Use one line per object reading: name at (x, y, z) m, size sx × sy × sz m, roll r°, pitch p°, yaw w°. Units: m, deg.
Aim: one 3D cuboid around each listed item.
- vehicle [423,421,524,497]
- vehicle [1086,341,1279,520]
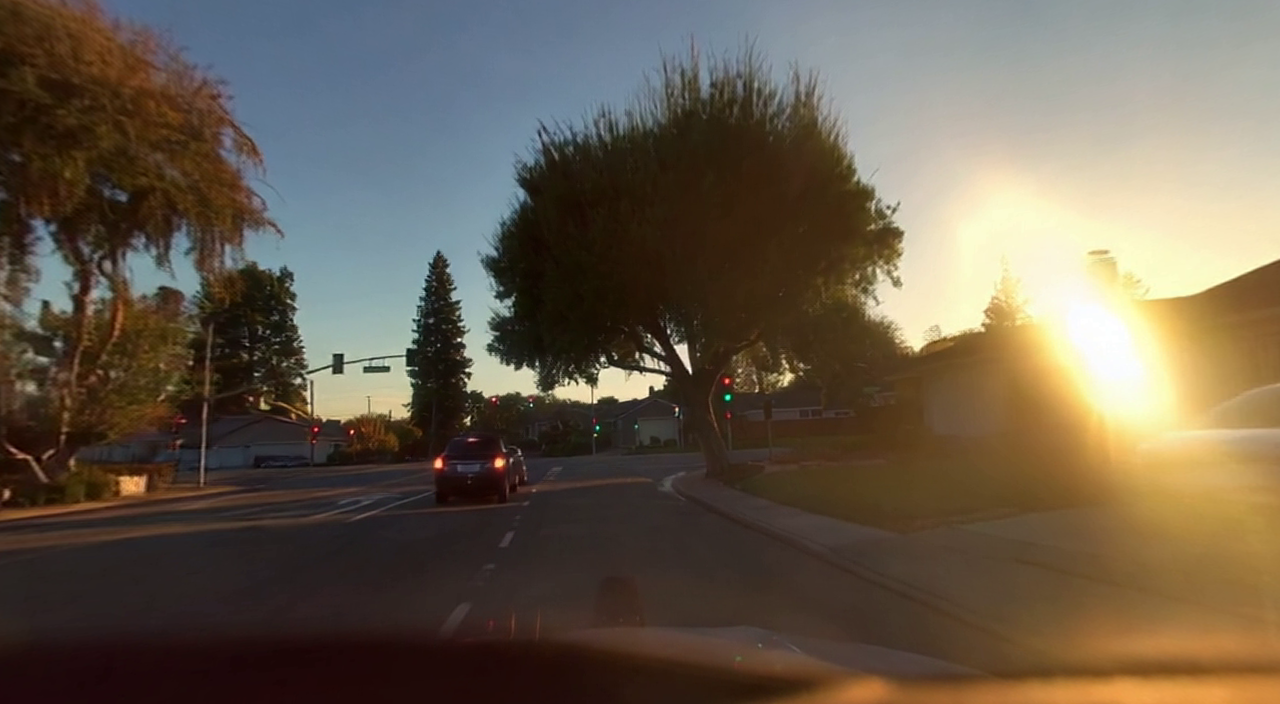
vehicle at (-4.510, 3.000, 17.880) m, size 2.041 × 1.834 × 4.679 m, roll 1°, pitch -9°, yaw -6°
vehicle at (7.929, 0.885, 6.939) m, size 4.663 × 1.618 × 1.962 m, roll 1°, pitch -9°, yaw -6°
